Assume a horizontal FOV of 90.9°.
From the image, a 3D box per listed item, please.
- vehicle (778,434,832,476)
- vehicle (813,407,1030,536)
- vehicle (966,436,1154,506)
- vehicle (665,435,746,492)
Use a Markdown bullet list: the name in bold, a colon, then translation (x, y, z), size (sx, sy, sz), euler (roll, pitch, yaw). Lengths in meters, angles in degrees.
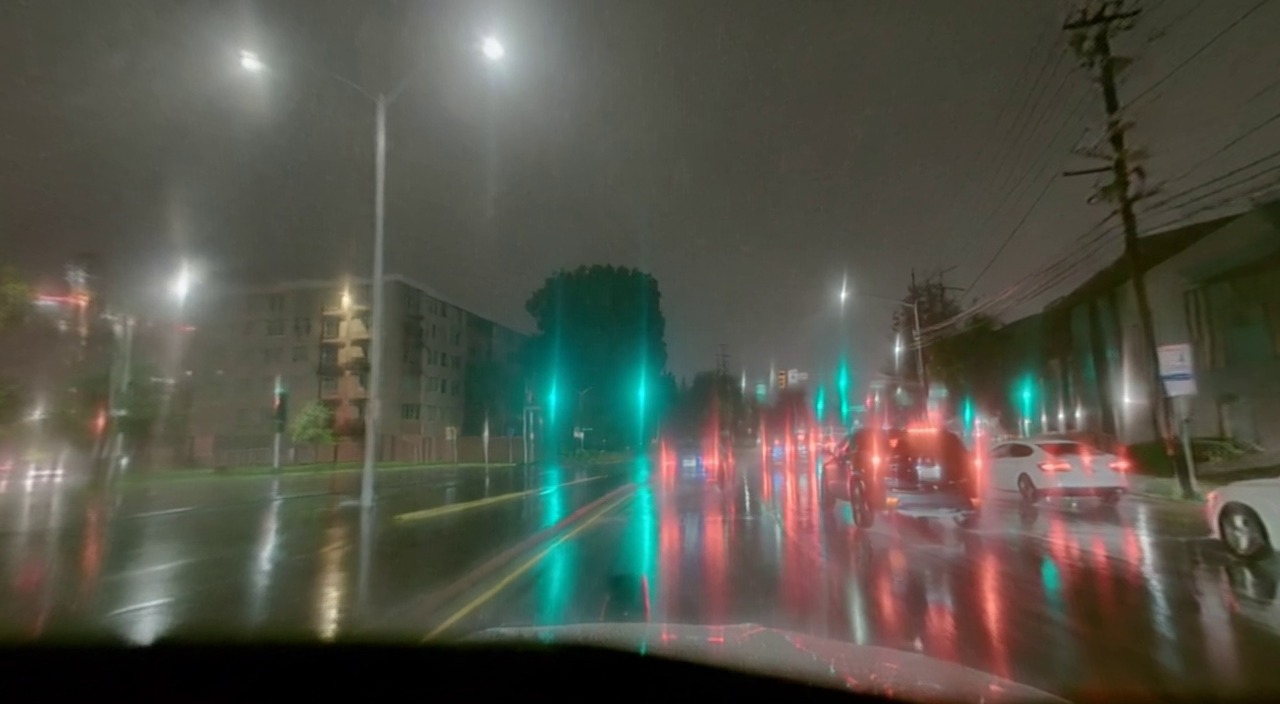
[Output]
- **vehicle**: translation (7.052, 4.423, 27.274), size (1.896, 1.612, 4.203), euler (-2, -9, 10)
- **vehicle**: translation (4.673, 2.067, 11.486), size (2.119, 1.810, 4.848), euler (-1, -9, 6)
- **vehicle**: translation (10.077, 2.854, 15.667), size (1.882, 1.463, 4.543), euler (-1, -9, 6)
- **vehicle**: translation (2.090, 3.341, 19.257), size (2.168, 1.527, 4.174), euler (-1, -9, 8)
